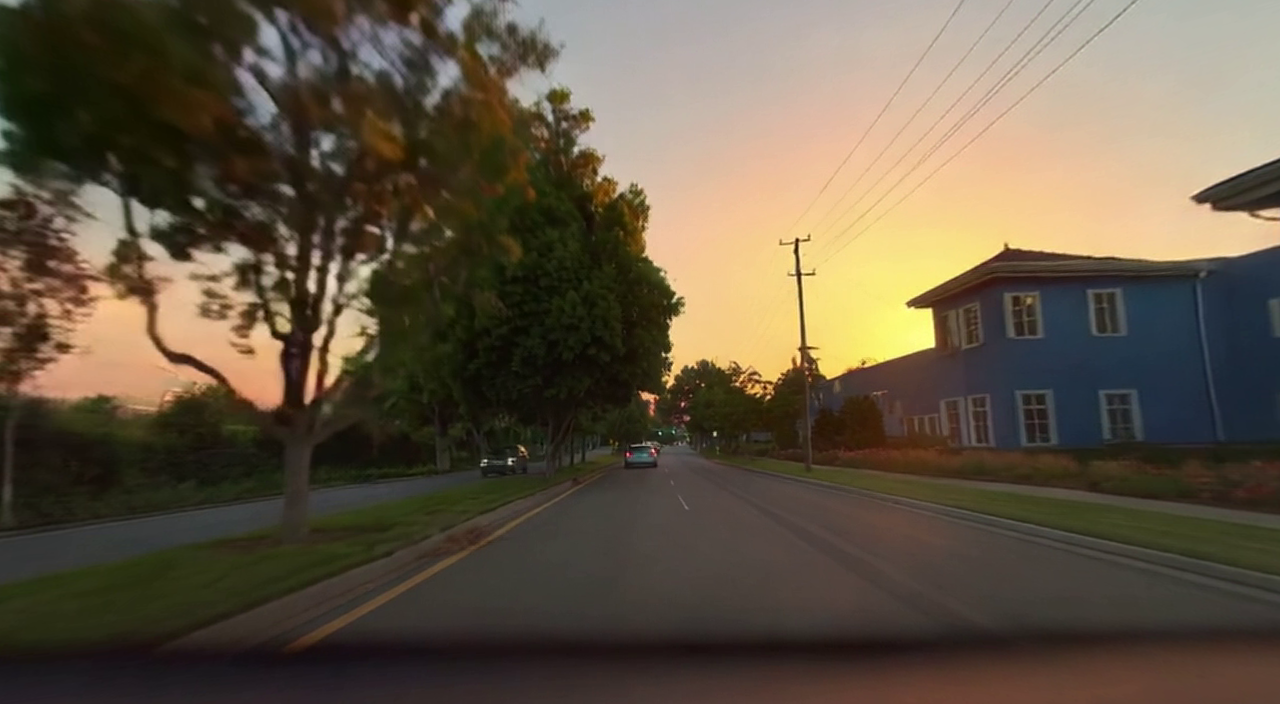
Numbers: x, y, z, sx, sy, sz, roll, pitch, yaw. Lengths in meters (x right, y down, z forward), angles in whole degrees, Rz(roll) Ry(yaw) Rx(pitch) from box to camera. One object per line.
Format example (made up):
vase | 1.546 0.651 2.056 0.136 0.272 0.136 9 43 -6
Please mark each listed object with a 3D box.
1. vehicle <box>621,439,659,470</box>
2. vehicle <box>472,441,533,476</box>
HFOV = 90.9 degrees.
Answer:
vehicle | 0.050 5.984 37.077 2.129 1.713 4.314 0 -8 2
vehicle | -7.244 5.640 33.740 2.055 1.757 4.584 0 -8 2
